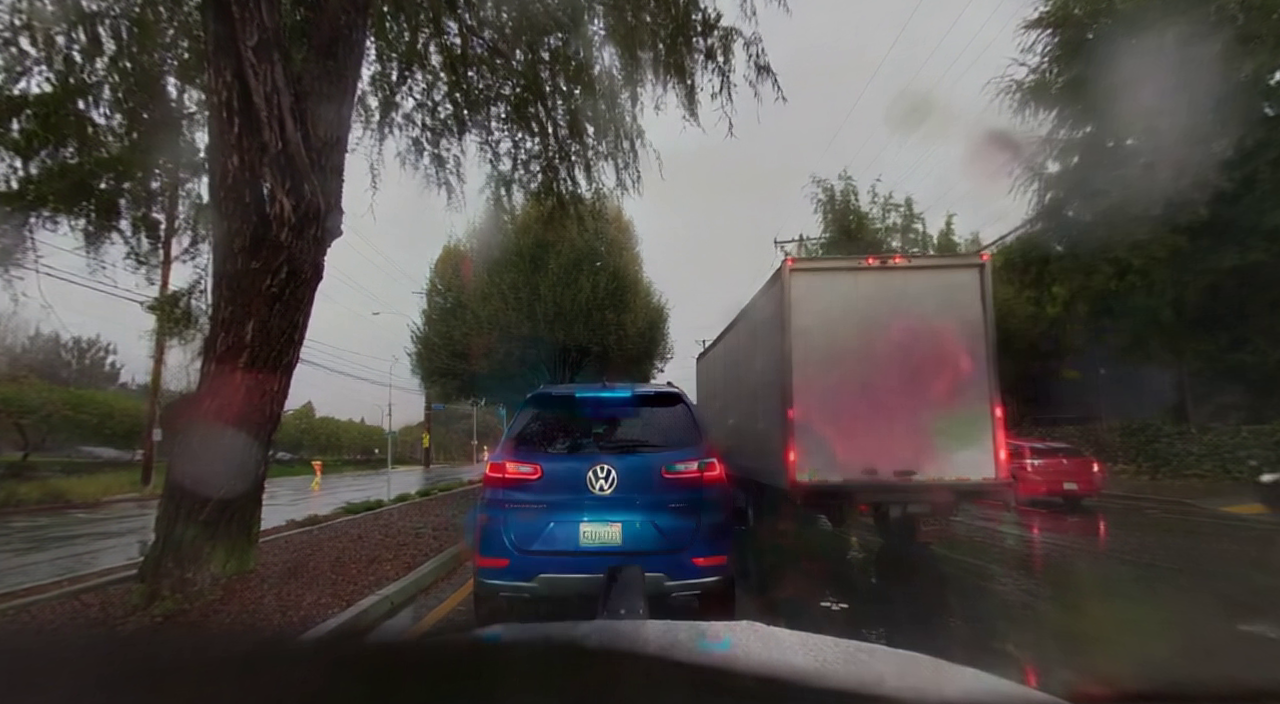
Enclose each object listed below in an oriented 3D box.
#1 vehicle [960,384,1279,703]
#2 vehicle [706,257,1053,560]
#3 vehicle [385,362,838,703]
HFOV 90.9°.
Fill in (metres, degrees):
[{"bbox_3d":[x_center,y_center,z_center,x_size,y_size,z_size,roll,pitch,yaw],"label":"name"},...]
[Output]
[{"bbox_3d":[2.827,0.746,1.191,1.971,1.484,4.728,0,-8,0],"label":"vehicle"},{"bbox_3d":[3.222,1.249,11.825,2.915,3.559,8.848,0,-8,-1],"label":"vehicle"},{"bbox_3d":[-0.129,1.222,5.137,2.114,1.732,4.230,0,-8,0],"label":"vehicle"}]
